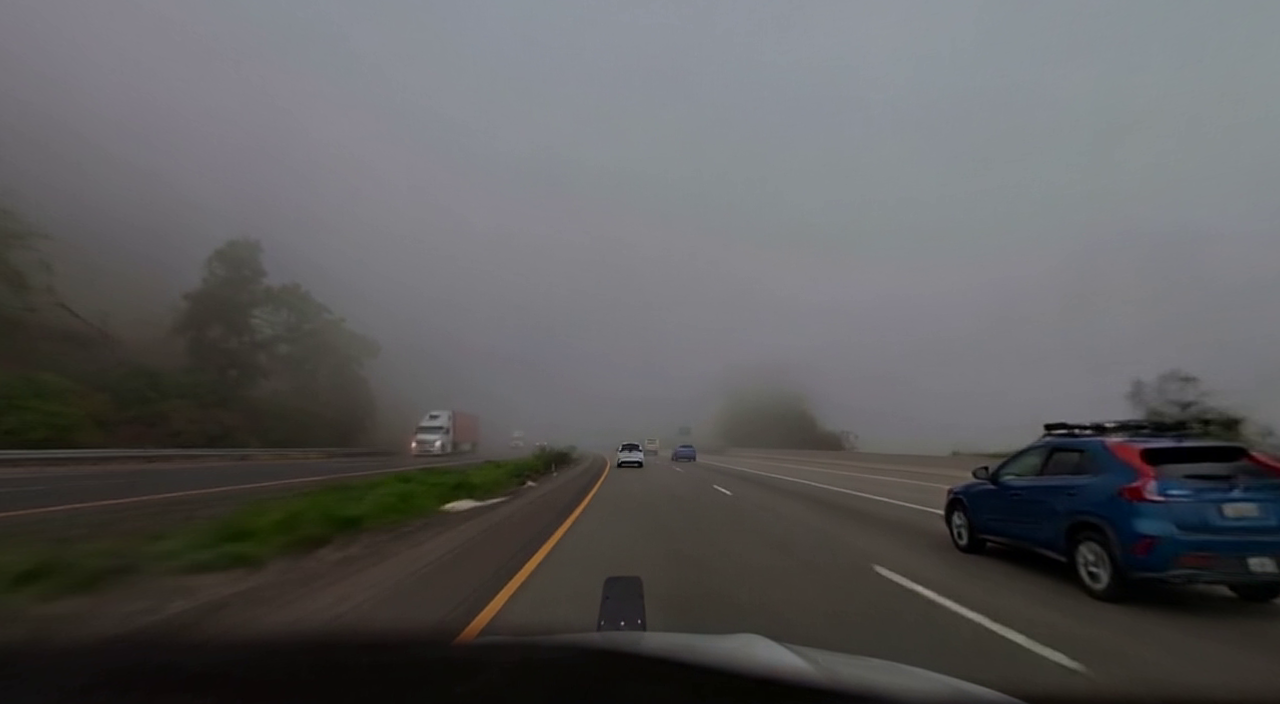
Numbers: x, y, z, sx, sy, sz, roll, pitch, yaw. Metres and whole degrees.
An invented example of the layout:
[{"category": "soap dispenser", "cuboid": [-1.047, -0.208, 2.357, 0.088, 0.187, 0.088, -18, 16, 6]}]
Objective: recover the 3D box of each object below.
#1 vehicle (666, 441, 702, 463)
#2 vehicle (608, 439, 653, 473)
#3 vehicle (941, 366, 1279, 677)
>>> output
[{"category": "vehicle", "cuboid": [3.091, 7.189, 45.186, 2.008, 1.504, 4.291, 1, -9, -4]}, {"category": "vehicle", "cuboid": [-0.486, 5.037, 30.554, 2.050, 1.534, 3.771, 0, -9, -2]}, {"category": "vehicle", "cuboid": [4.382, 1.157, 4.998, 2.013, 1.623, 3.916, 0, -9, 0]}]
